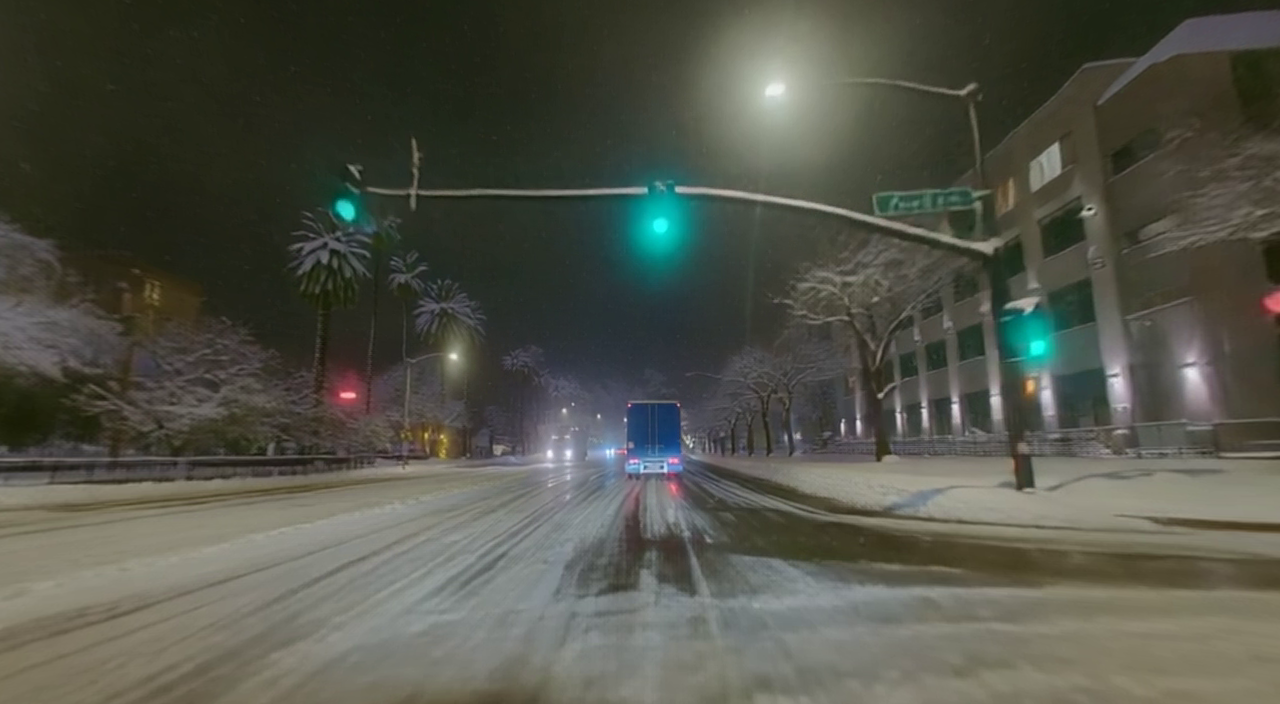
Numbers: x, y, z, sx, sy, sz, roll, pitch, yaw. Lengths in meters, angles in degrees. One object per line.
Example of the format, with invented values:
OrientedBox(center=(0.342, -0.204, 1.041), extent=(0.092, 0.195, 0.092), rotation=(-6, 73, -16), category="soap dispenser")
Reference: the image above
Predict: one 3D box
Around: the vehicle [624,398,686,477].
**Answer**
OrientedBox(center=(0.613, 5.214, 37.703), extent=(2.992, 3.949, 11.815), rotation=(0, -9, -2), category="vehicle")

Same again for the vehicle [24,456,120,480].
OrientedBox(center=(-36.358, 7.430, 40.249), extent=(4.392, 1.472, 1.854), rotation=(0, -9, 2), category="vehicle")
